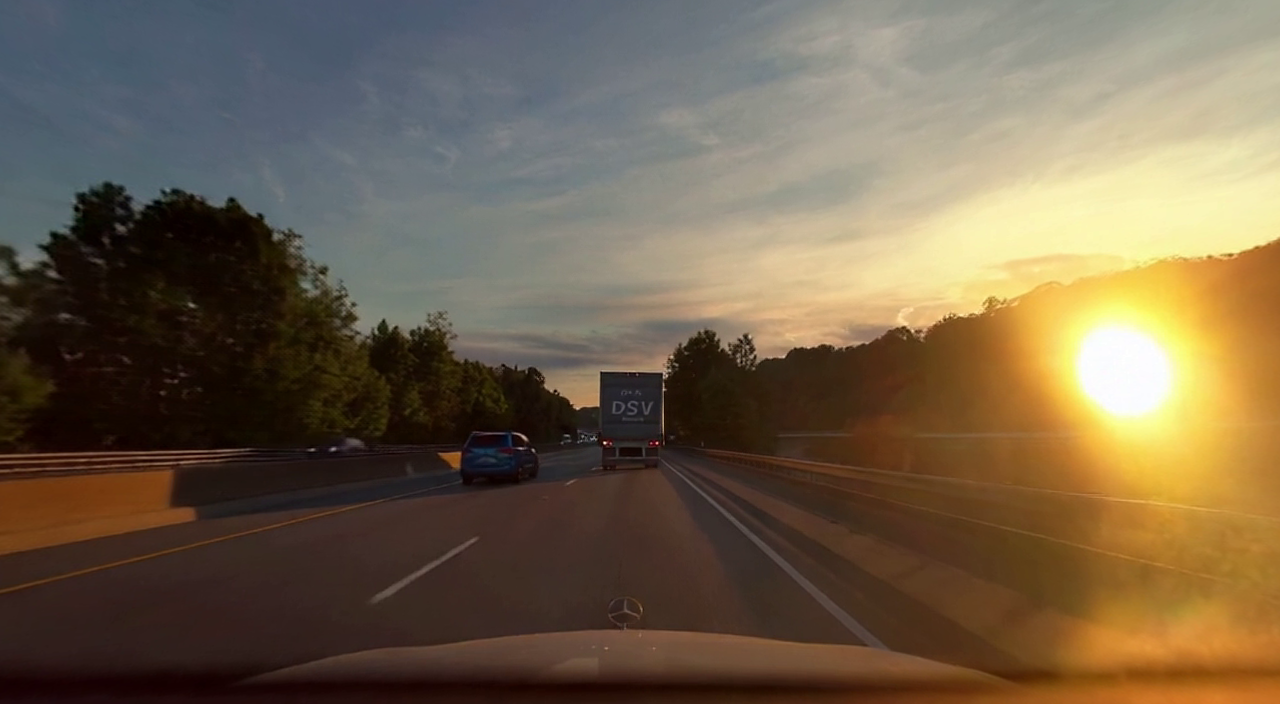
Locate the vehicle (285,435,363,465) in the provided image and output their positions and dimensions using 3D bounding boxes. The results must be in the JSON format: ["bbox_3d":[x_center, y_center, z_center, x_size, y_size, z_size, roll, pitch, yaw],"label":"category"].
[{"bbox_3d":[-16.845,5.239,33.801,1.924,1.457,4.470,0,-8,-1],"label":"vehicle"}]

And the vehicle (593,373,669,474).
[{"bbox_3d":[-0.465,3.525,29.883,2.969,3.957,10.270,0,-8,-1],"label":"vehicle"}]

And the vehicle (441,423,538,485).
[{"bbox_3d":[-4.797,3.328,20.824,2.086,1.778,4.544,0,-8,0],"label":"vehicle"}]
